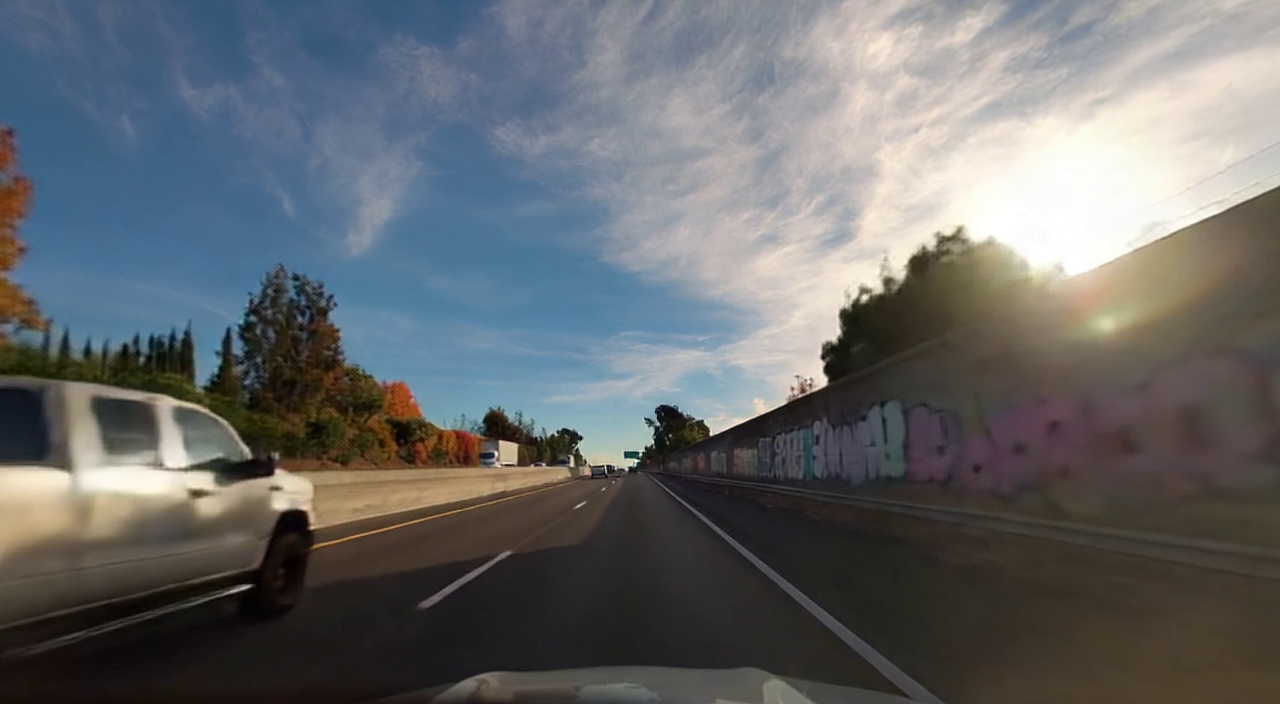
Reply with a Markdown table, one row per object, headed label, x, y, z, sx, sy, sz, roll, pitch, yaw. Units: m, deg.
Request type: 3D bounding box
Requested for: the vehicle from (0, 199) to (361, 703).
| label | x | y | z | sx | sy | sz | roll | pitch | yaw |
| --- | --- | --- | --- | --- | --- | --- | --- | --- | --- |
| vehicle | -4.272 | 0.637 | 3.557 | 2.597 | 2.434 | 6.020 | 1 | -11 | 0 |
